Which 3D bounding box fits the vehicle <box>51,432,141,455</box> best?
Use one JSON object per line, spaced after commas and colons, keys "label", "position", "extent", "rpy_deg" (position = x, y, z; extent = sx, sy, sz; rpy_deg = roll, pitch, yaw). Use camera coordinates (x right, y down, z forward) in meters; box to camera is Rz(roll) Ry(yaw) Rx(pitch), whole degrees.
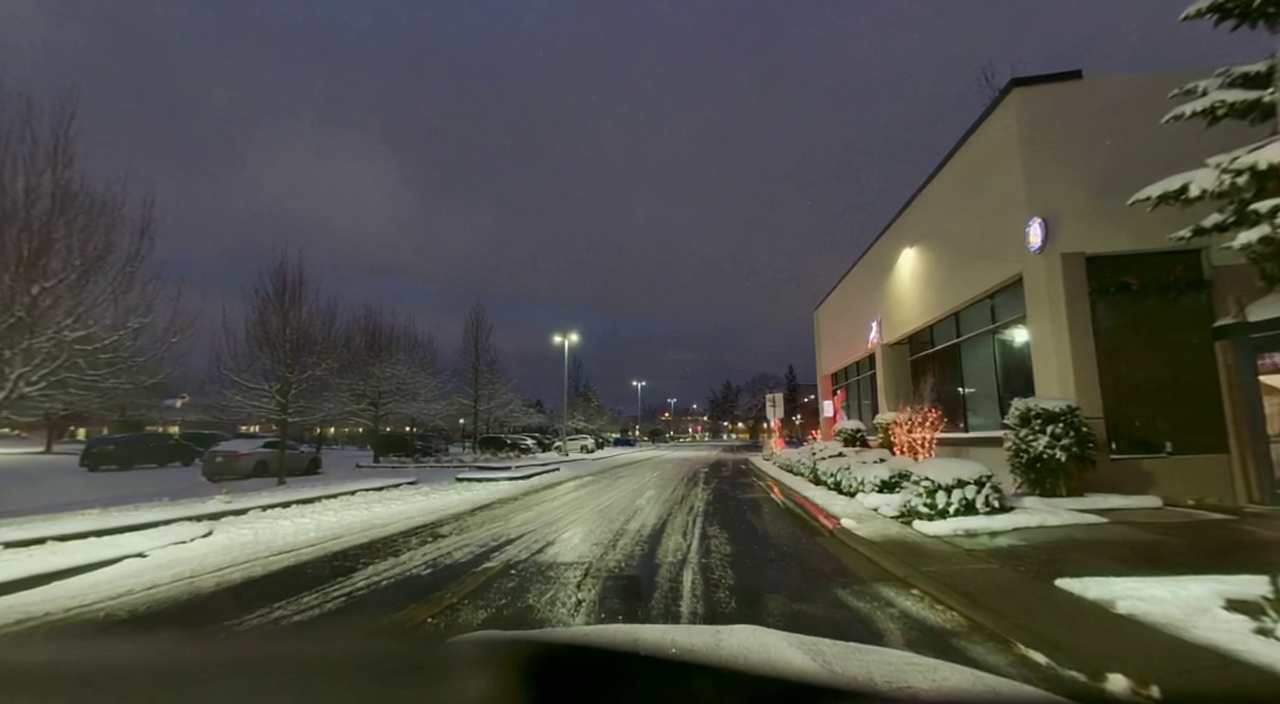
{"label": "vehicle", "position": [-36.521, 6.166, 42.563], "extent": [1.858, 1.449, 4.296], "rpy_deg": [-2, -8, 11]}

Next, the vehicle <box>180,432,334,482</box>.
{"label": "vehicle", "position": [-12.270, 3.395, 20.671], "extent": [1.847, 1.443, 4.484], "rpy_deg": [-1, -8, 7]}

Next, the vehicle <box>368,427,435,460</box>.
{"label": "vehicle", "position": [-15.070, 5.810, 40.179], "extent": [1.972, 1.923, 4.535], "rpy_deg": [-1, -8, 8]}

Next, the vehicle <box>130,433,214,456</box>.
{"label": "vehicle", "position": [-31.168, 6.162, 42.239], "extent": [1.773, 1.433, 4.356], "rpy_deg": [-2, -8, 10]}
